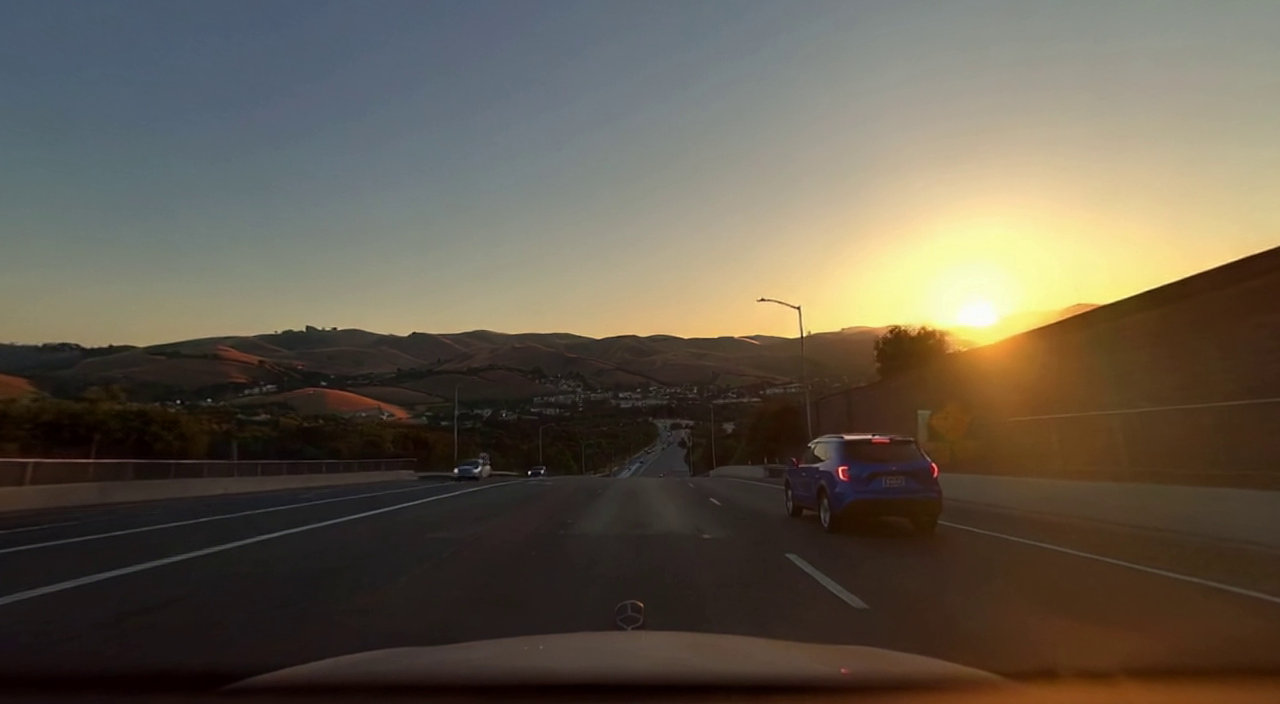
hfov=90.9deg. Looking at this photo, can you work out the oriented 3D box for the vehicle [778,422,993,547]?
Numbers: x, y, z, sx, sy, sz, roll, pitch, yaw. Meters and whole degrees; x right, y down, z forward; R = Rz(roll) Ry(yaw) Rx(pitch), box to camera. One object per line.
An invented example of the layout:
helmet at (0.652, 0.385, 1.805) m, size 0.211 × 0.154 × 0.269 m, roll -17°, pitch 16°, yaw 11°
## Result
vehicle at (3.920, 2.186, 11.048) m, size 1.989 × 1.730 × 4.324 m, roll 0°, pitch -9°, yaw 0°
